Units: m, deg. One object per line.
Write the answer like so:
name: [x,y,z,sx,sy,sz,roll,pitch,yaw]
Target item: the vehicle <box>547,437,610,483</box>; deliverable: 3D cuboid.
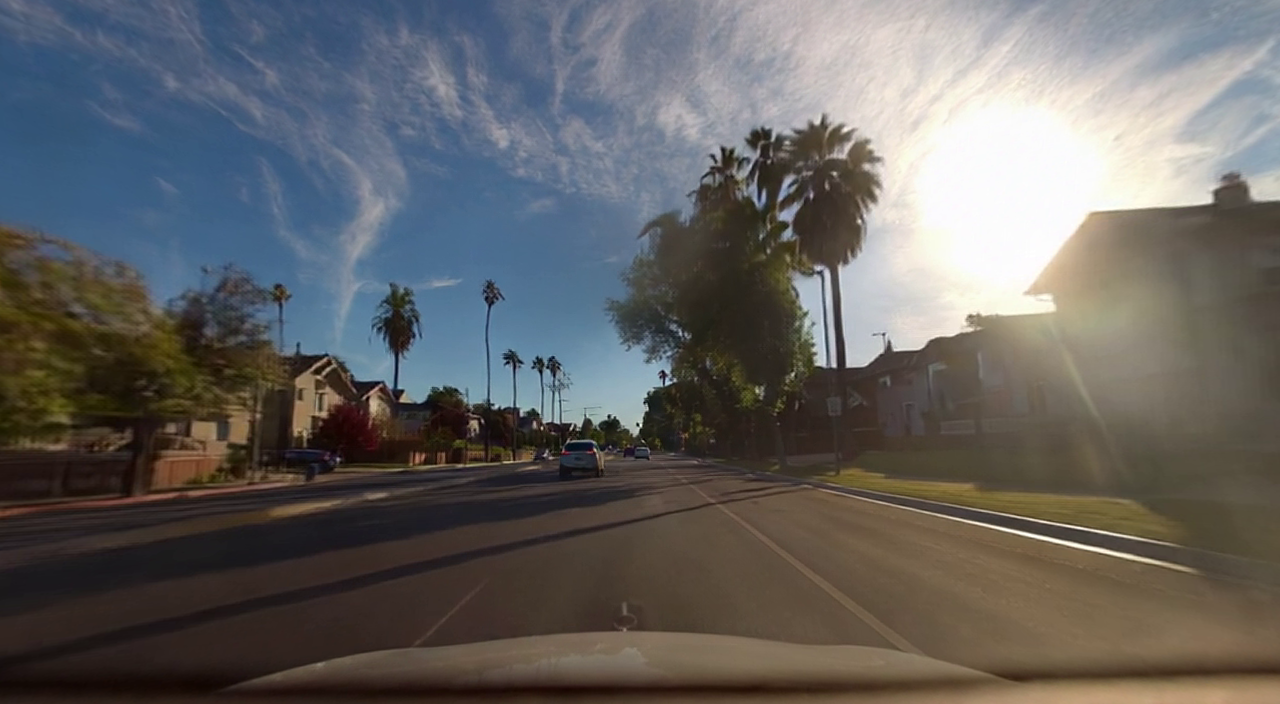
vehicle: [-2.763,5.069,29.867,2.370,1.968,5.698,0,-9,0]
